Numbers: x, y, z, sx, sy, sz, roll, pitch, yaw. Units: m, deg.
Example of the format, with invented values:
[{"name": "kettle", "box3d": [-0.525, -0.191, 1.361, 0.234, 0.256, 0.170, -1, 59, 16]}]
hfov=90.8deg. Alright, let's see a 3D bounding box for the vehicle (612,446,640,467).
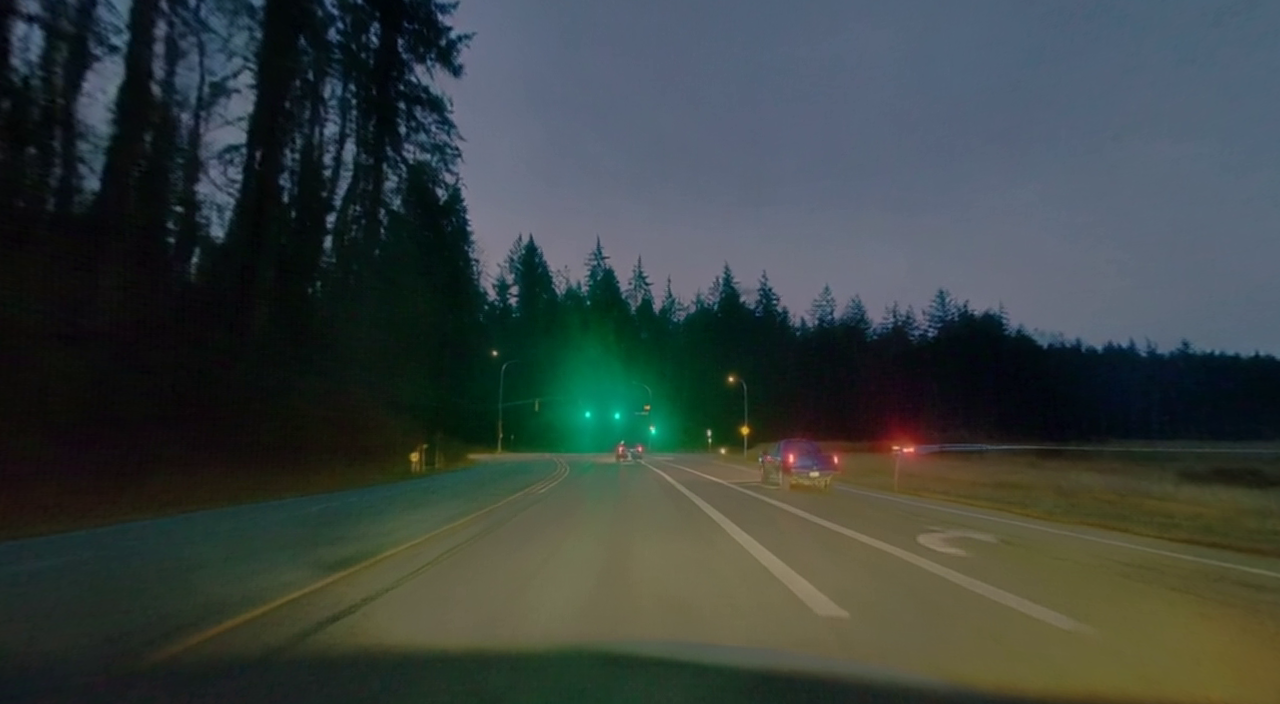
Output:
[{"name": "vehicle", "box3d": [-1.113, 7.840, 47.743, 2.042, 1.489, 3.963, 0, -9, -3]}]
